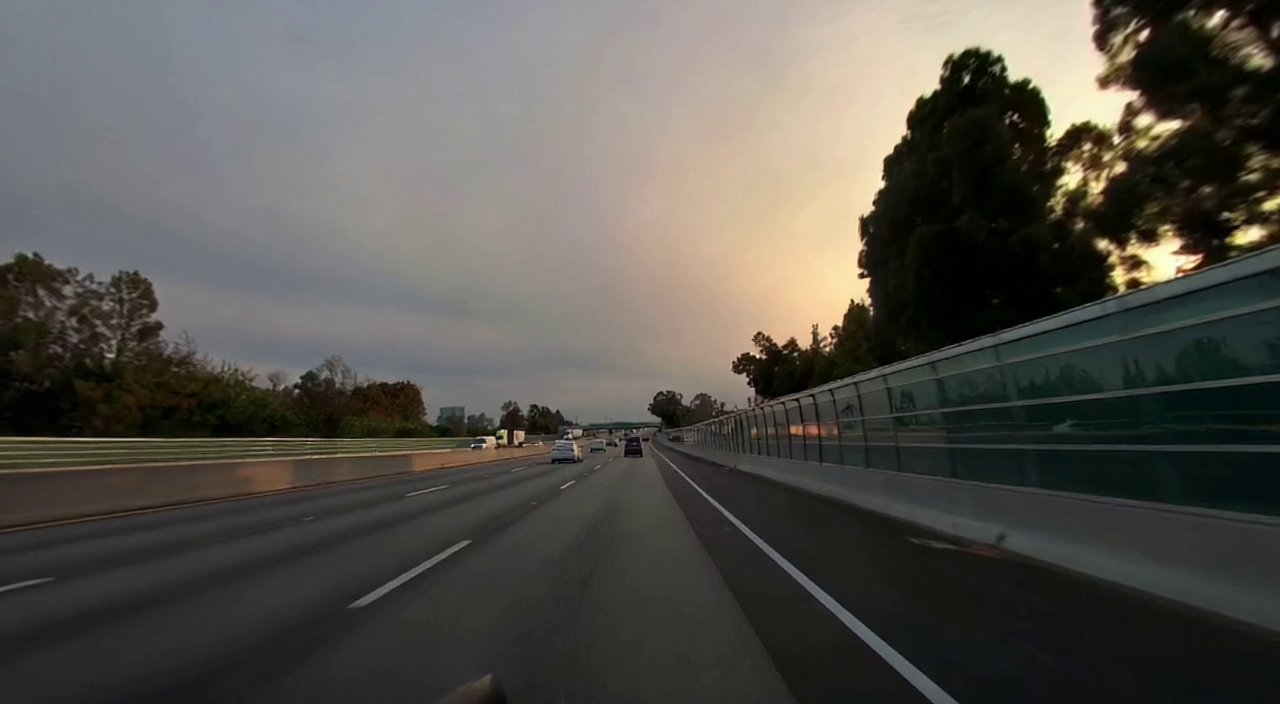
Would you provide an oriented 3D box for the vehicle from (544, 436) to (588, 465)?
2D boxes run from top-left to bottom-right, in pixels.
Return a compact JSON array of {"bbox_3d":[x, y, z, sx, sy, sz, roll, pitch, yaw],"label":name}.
[{"bbox_3d":[-4.224,5.726,36.547,2.063,1.598,4.189,0,-8,0],"label":"vehicle"}]
